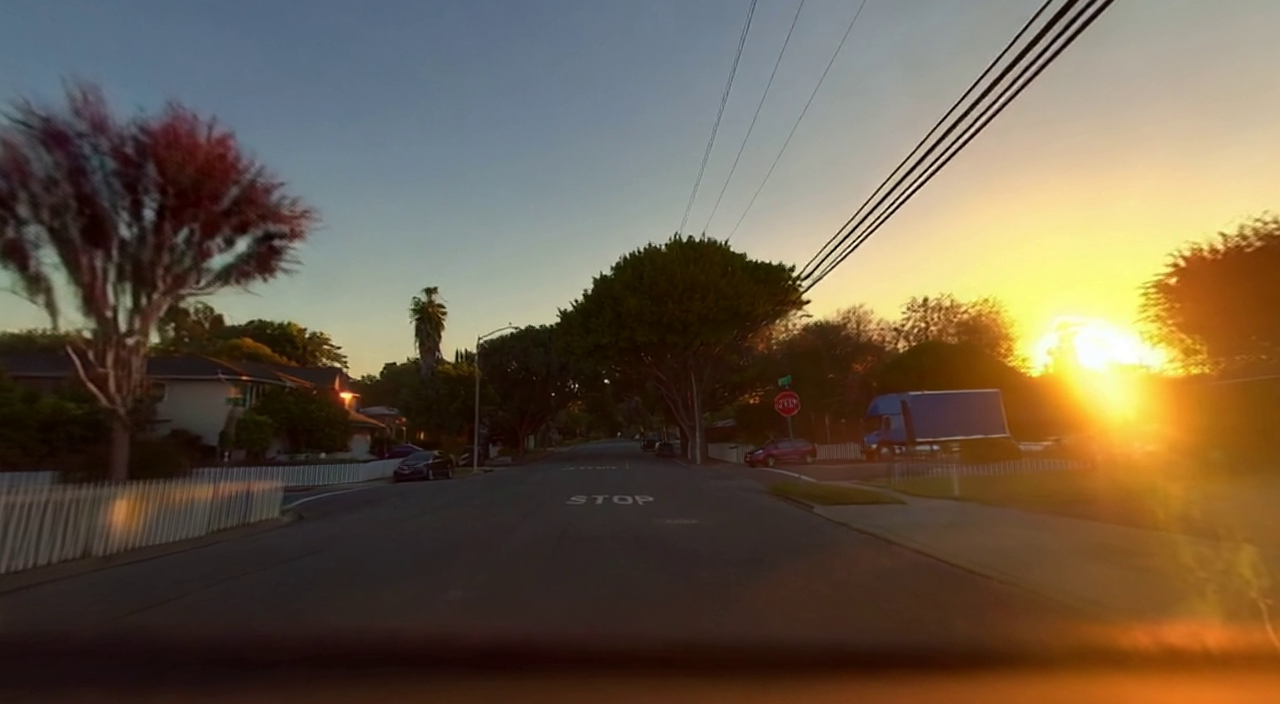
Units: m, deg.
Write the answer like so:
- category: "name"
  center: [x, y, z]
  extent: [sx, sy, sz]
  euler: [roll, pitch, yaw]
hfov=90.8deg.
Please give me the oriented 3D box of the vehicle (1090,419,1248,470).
- category: "vehicle"
  center: [19.303, 3.399, 23.180]
  extent: [3.982, 1.661, 2.106]
  euler: [2, -9, -4]

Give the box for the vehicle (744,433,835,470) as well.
- category: "vehicle"
  center: [7.278, 4.899, 31.085]
  extent: [3.867, 1.710, 2.107]
  euler: [0, -9, -1]

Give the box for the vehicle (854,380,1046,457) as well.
- category: "vehicle"
  center: [14.972, 3.330, 31.050]
  extent: [7.759, 3.523, 2.930]
  euler: [0, -9, 0]

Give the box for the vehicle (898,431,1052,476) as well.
- category: "vehicle"
  center: [12.091, 3.673, 22.993]
  extent: [4.488, 1.507, 1.954]
  euler: [0, -8, -4]
